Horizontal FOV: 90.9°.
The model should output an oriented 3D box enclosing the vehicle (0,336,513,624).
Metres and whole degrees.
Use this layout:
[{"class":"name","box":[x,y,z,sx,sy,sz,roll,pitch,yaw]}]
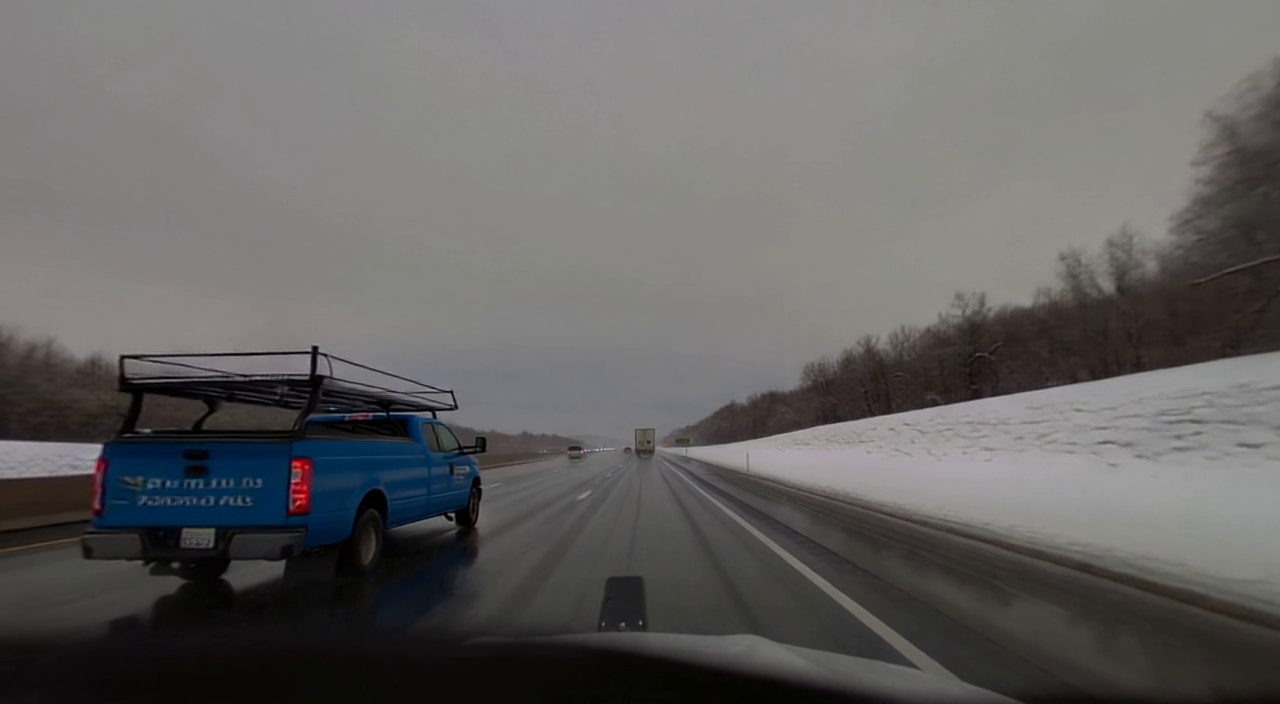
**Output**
[{"class":"vehicle","box":[-3.859,1.517,8.551,2.791,2.330,6.725,0,-8,1]}]
